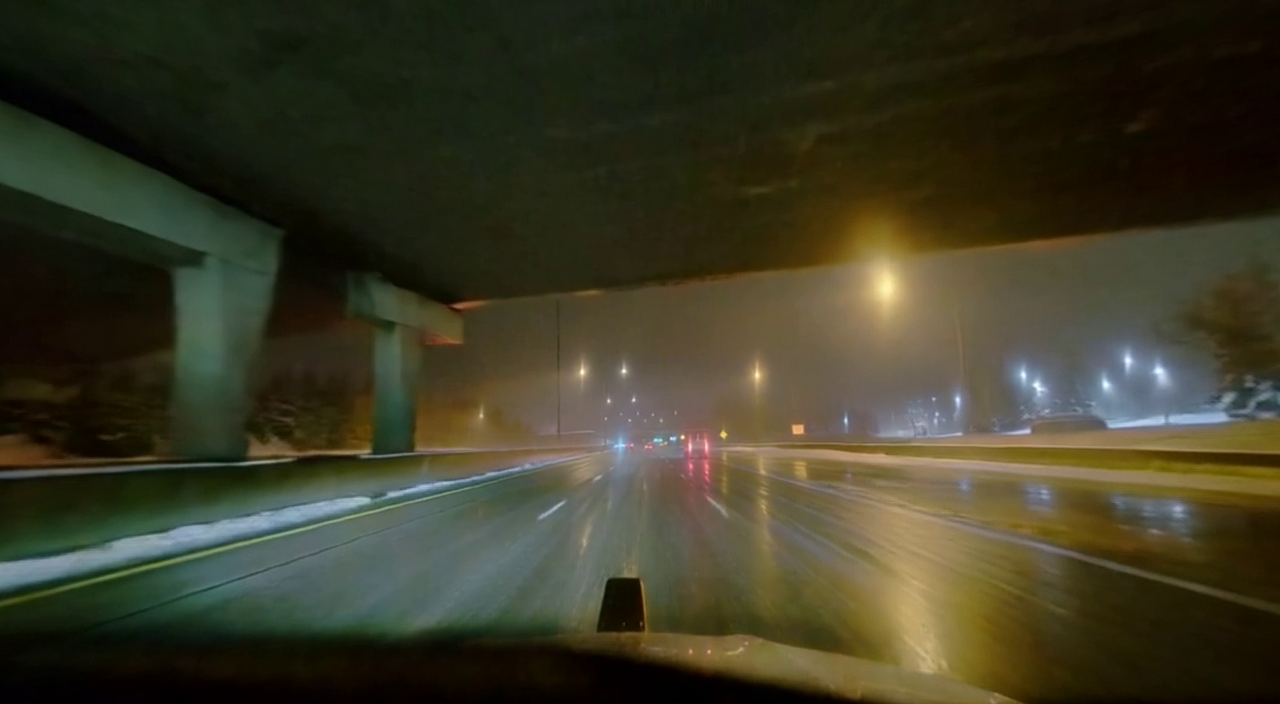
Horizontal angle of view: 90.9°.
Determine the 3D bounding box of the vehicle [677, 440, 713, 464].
[{"bbox_3d":[3.634,6.703,42.428,1.949,1.515,4.374,0,-8,-1],"label":"vehicle"}]
